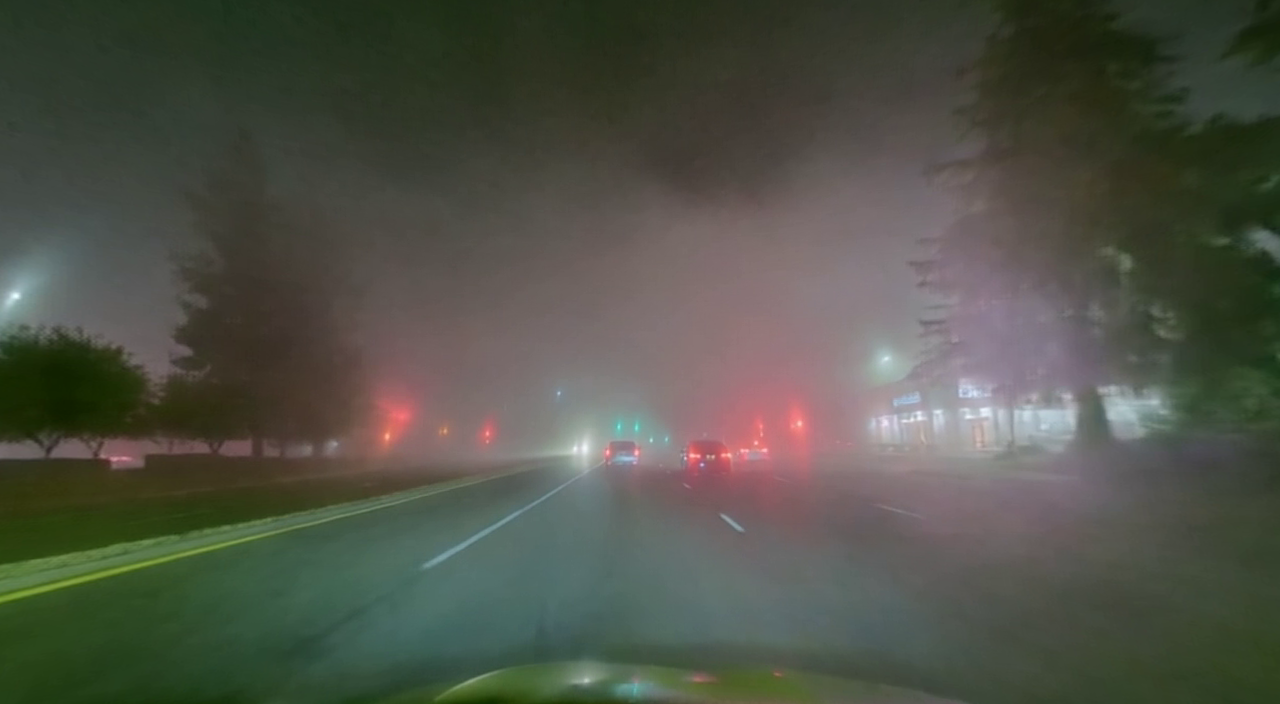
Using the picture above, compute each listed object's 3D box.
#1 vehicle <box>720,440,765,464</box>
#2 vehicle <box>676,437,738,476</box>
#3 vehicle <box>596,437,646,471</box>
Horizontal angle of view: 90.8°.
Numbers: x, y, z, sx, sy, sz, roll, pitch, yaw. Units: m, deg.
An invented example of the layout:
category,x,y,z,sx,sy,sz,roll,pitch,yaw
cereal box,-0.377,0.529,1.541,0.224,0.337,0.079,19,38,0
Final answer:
category,x,y,z,sx,sy,sz,roll,pitch,yaw
vehicle,6.329,6.230,39.376,2.068,1.393,3.874,0,-8,-1
vehicle,2.714,4.380,26.781,2.057,1.491,4.675,0,-8,-1
vehicle,-0.867,4.901,30.557,2.242,1.474,4.127,0,-8,0
